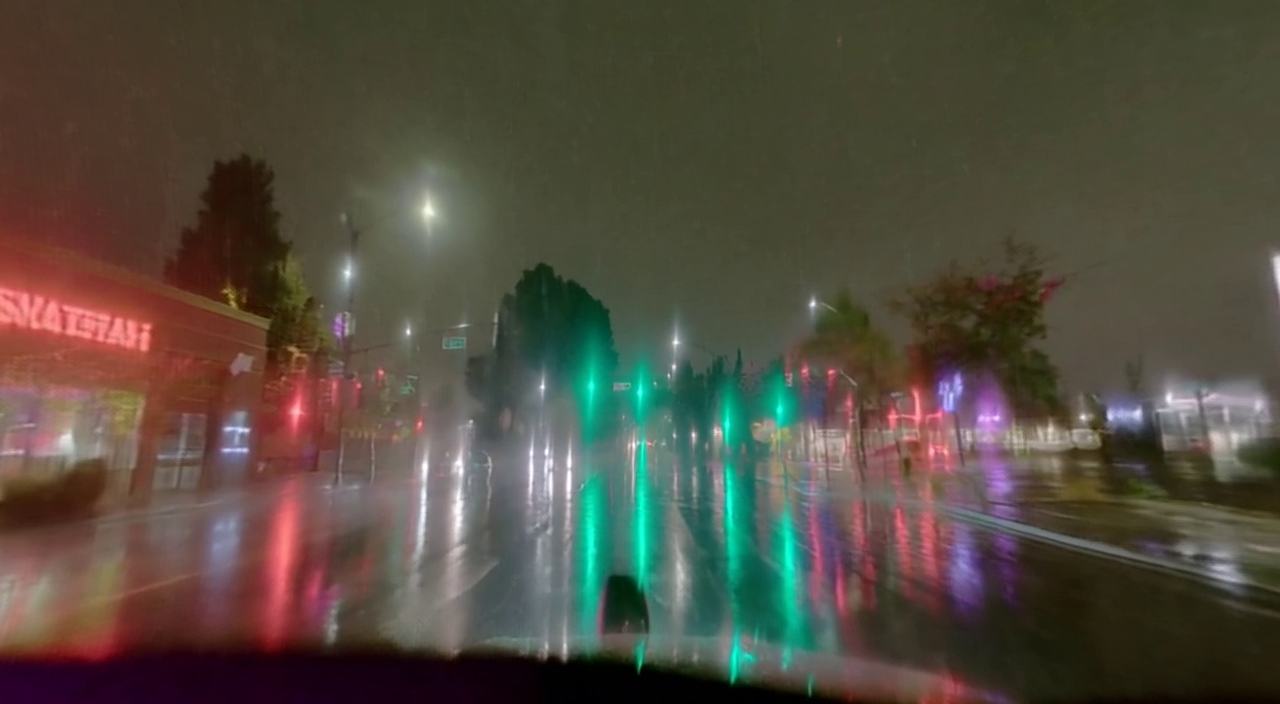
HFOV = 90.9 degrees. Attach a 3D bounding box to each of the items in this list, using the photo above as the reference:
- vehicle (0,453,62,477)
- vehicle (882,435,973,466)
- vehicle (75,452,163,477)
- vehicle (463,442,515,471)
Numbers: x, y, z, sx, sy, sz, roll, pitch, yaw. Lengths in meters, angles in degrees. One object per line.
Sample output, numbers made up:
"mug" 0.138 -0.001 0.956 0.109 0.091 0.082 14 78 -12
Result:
"vehicle" -42.519 7.714 43.147 4.036 1.545 1.753 0 -8 0
"vehicle" 16.662 5.729 36.719 4.299 1.679 2.011 0 -8 0
"vehicle" -32.452 6.978 39.313 3.760 1.480 1.795 0 -8 -3
"vehicle" -8.613 5.992 36.268 1.978 1.561 3.907 0 -8 1
